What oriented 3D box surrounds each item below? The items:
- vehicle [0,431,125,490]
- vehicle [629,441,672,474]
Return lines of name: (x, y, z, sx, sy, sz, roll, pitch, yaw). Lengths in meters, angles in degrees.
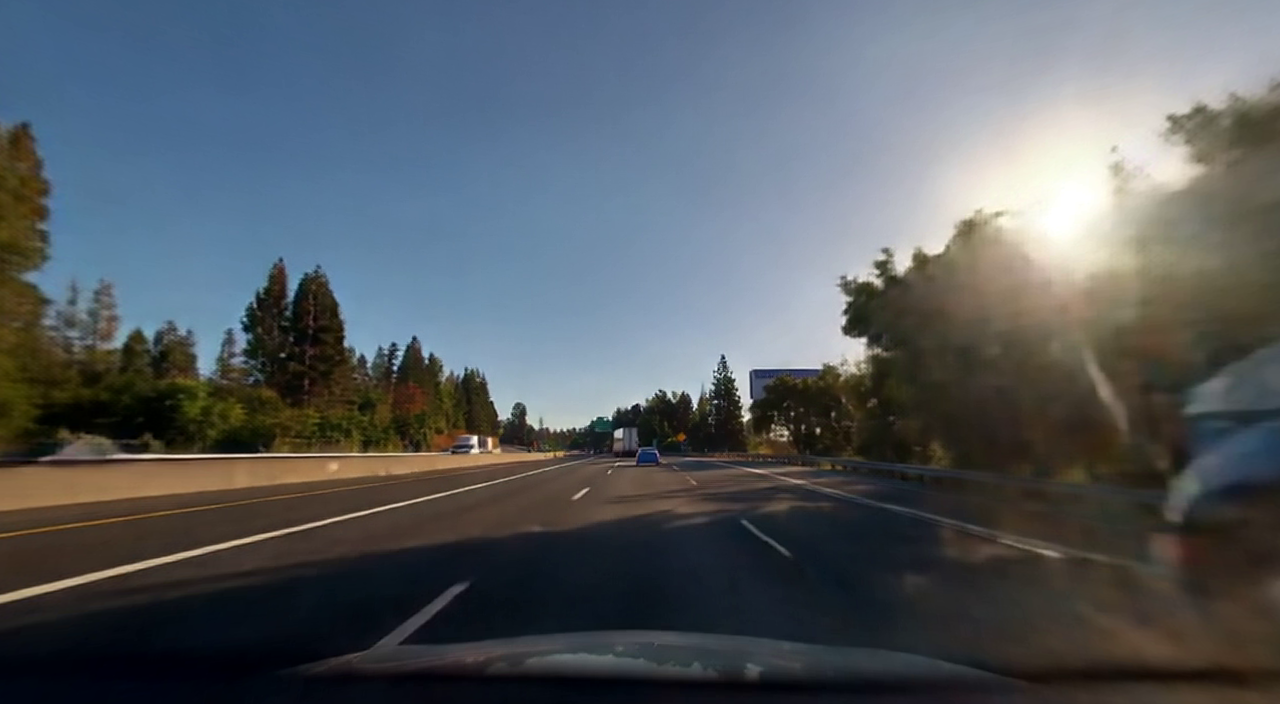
vehicle: (-17.882, 3.115, 18.373, 1.885, 1.542, 4.520, 0, -8, 1)
vehicle: (0.451, 5.246, 31.641, 2.042, 1.528, 4.300, 0, -8, -1)
